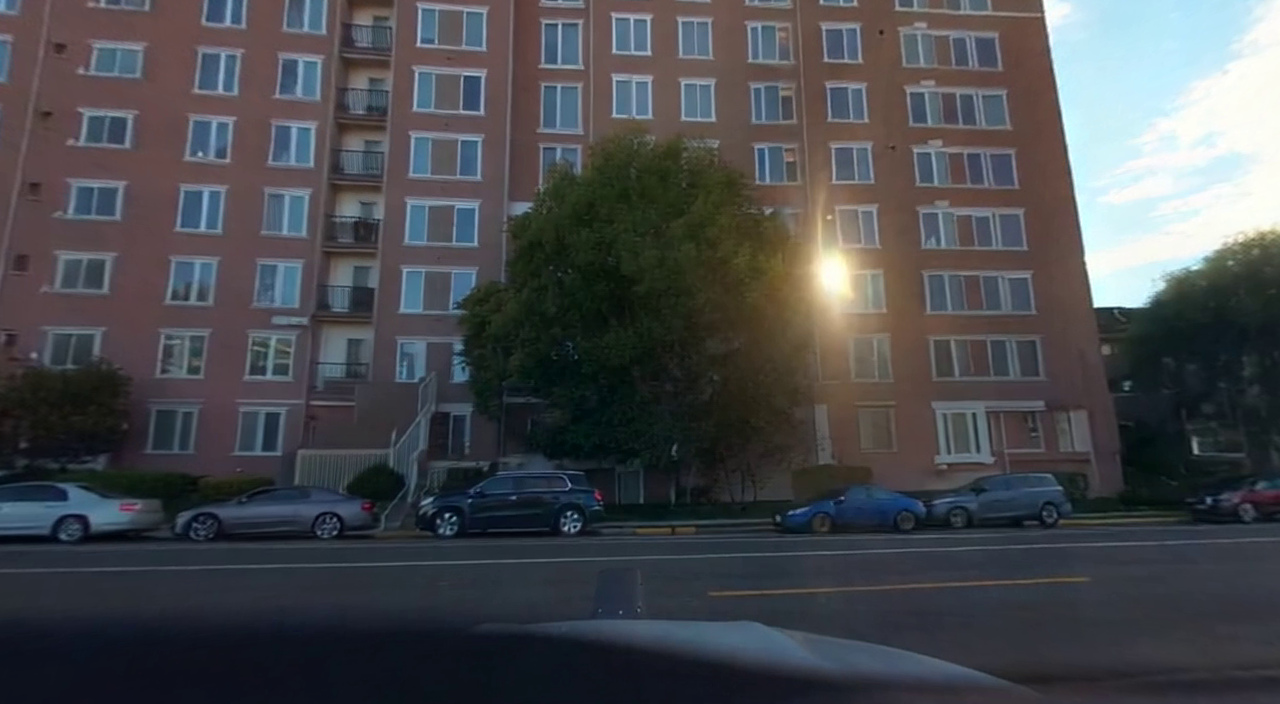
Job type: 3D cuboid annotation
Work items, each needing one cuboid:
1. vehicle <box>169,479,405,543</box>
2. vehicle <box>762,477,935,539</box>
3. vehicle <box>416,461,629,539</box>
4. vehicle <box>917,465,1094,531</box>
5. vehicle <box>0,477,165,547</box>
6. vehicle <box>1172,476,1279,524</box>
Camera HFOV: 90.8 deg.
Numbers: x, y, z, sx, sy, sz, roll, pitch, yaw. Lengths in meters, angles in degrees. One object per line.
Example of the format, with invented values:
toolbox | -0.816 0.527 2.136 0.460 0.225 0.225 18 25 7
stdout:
vehicle | -8.758 4.027 16.150 4.851 1.339 1.785 1 -14 -11
vehicle | 6.127 4.559 18.762 4.521 1.411 1.726 -1 -10 -13
vehicle | -3.130 3.958 17.160 5.299 1.860 2.098 2 -13 -14
vehicle | 11.543 4.573 20.102 4.544 1.780 1.966 1 -9 -10
vehicle | -14.367 3.773 15.097 4.336 1.438 1.776 2 -9 -12
vehicle | 21.082 4.966 21.318 4.728 1.494 1.898 1 -13 -8
